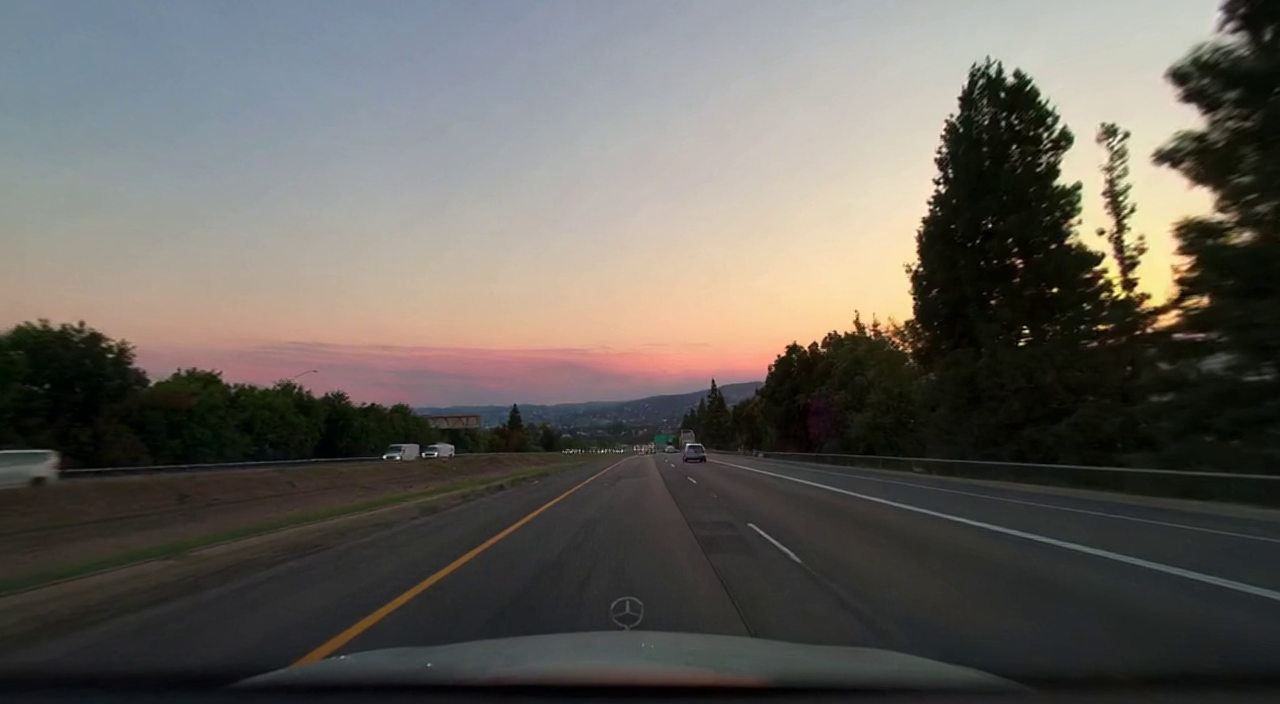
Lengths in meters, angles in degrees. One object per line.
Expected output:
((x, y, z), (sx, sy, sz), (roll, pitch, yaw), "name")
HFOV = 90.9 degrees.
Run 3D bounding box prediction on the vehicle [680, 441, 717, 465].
((3.894, 6.829, 42.903), (2.062, 1.518, 4.026), (0, -8, -1), "vehicle")
